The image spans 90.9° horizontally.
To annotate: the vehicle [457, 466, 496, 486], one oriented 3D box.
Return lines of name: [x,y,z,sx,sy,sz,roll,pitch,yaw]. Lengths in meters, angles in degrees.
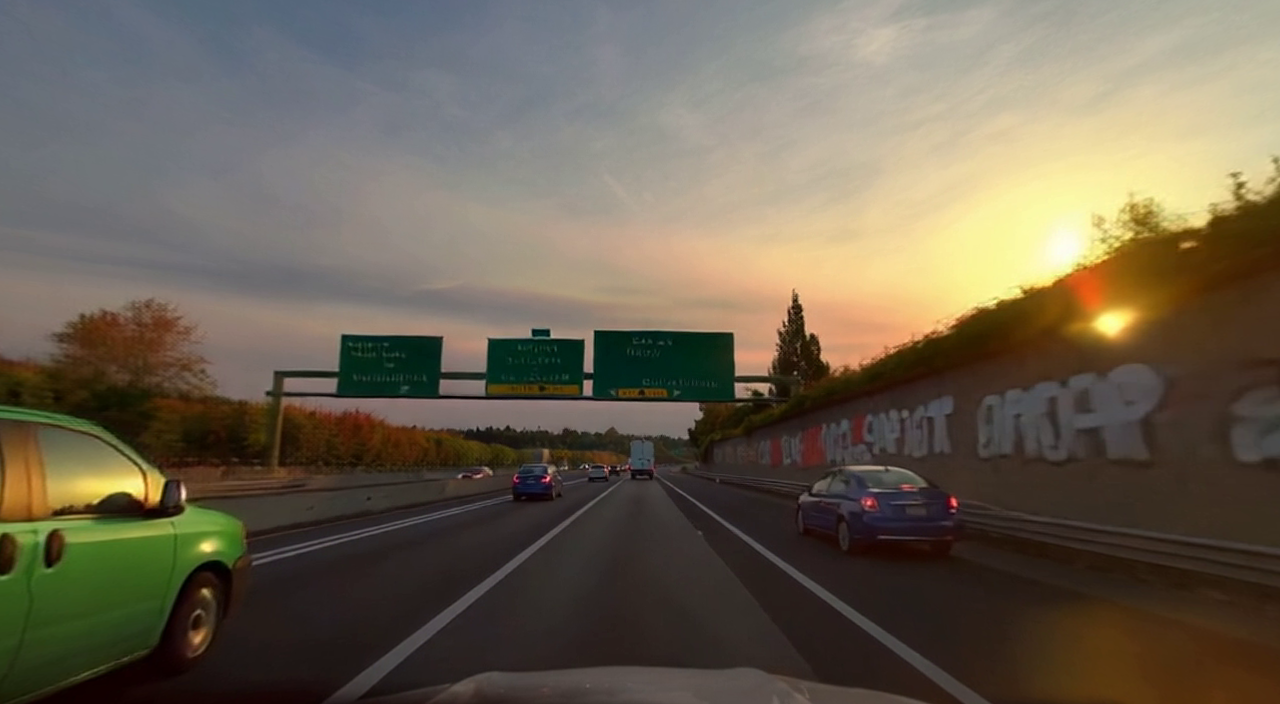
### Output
vehicle: [-12.715,9.657,49.270,1.873,1.475,4.620,1,-10,-1]

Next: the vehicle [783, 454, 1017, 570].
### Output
vehicle: [3.825,2.446,10.242,1.917,1.458,4.199,1,-10,-2]

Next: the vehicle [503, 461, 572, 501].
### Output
vehicle: [-4.034,5.194,25.531,2.054,1.443,4.131,1,-10,0]

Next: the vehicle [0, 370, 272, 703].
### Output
vehicle: [-3.416,0.765,1.771,2.004,1.610,4.508,1,-10,0]
